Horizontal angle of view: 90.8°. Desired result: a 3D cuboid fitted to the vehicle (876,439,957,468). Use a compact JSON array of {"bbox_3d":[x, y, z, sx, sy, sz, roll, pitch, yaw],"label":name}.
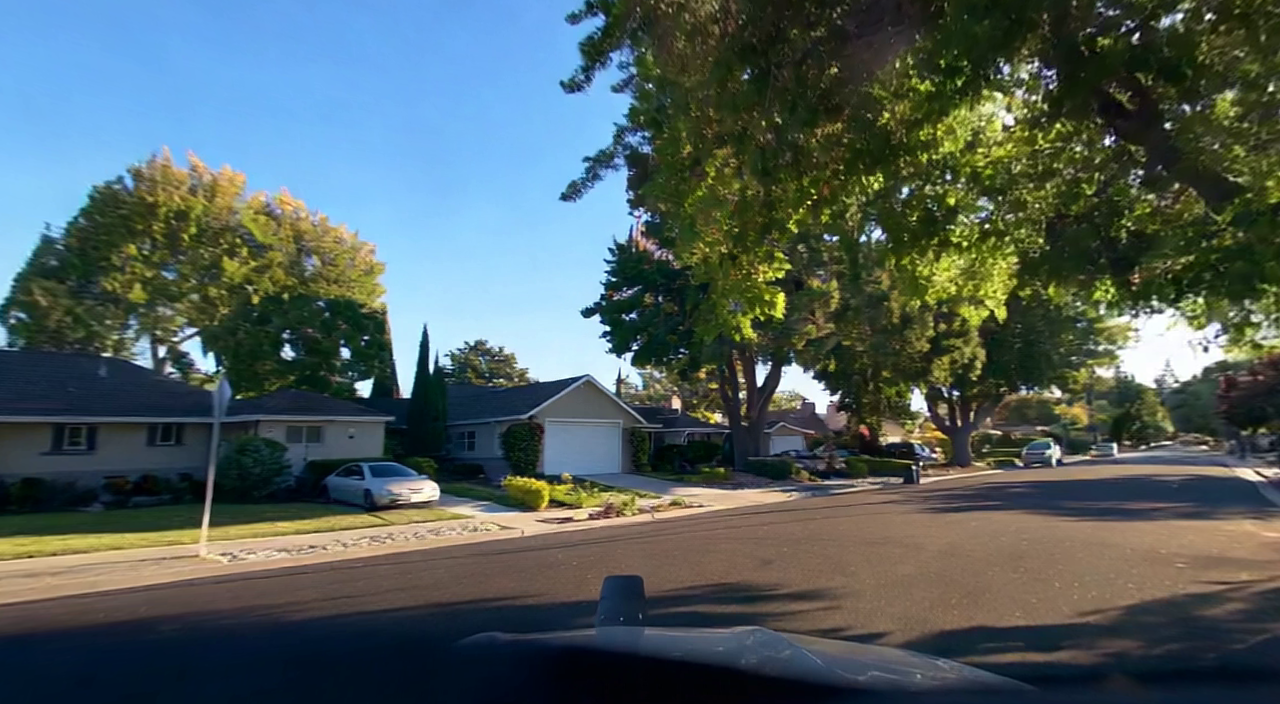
[{"bbox_3d":[20.616,7.574,47.258,5.033,1.997,2.126,-7,-11,39],"label":"vehicle"}]
